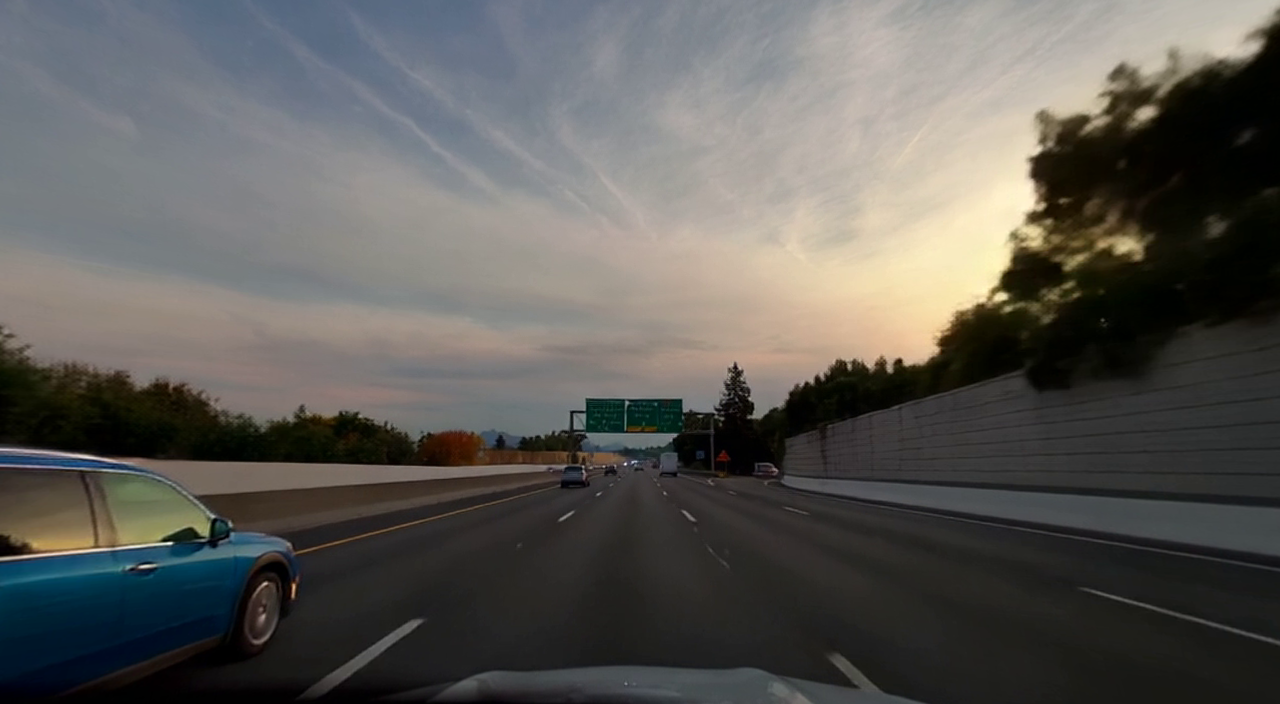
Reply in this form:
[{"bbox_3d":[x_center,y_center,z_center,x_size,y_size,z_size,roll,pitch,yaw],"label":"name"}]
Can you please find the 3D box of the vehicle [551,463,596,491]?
[{"bbox_3d":[-3.766,7.208,36.515,2.045,1.487,4.582,1,-10,1],"label":"vehicle"}]
